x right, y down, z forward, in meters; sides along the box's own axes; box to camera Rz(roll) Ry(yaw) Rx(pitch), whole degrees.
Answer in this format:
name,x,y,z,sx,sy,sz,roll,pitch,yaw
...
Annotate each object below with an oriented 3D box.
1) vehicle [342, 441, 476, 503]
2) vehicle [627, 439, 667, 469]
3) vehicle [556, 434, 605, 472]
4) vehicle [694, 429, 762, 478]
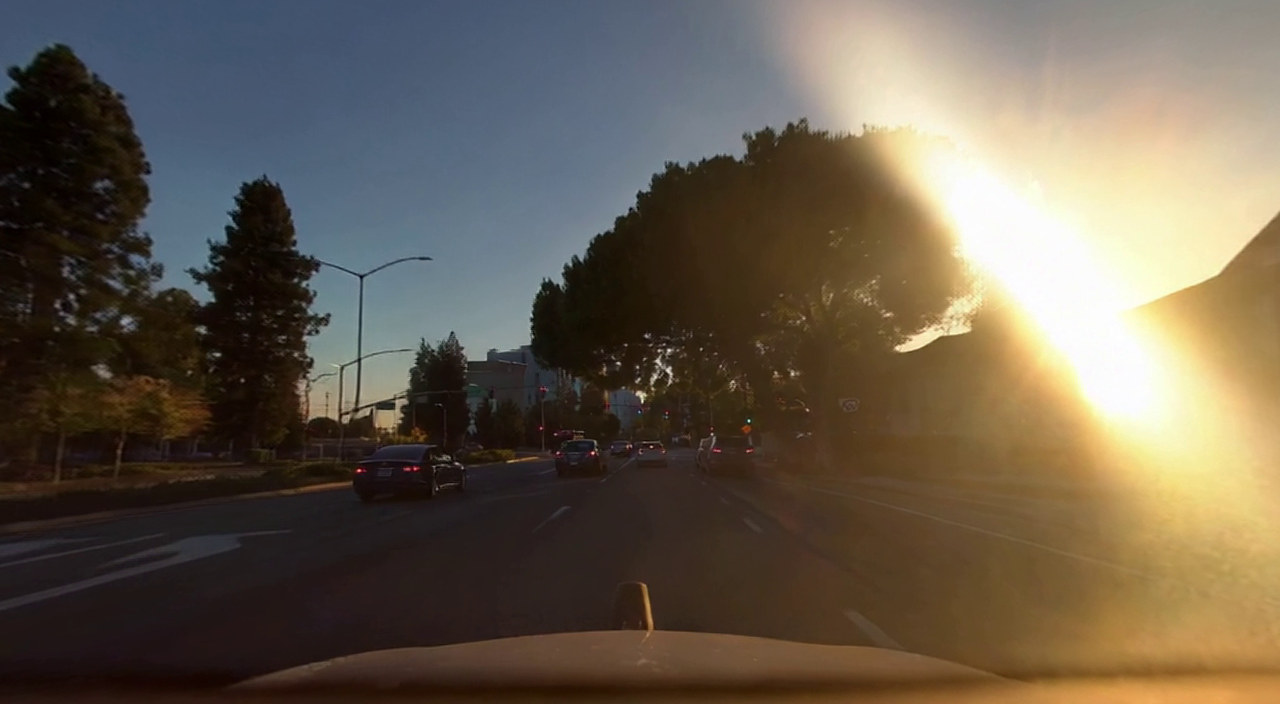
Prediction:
name,x,y,z,sx,sy,sz,roll,pitch,yaw
vehicle,-6.119,3.215,17.335,1.926,1.465,4.620,0,-8,0
vehicle,0.348,5.405,33.486,2.021,1.461,3.862,0,-8,0
vehicle,-2.863,4.972,31.093,1.912,1.703,4.261,0,-8,2
vehicle,3.533,4.200,26.217,2.141,1.833,4.704,0,-8,0
